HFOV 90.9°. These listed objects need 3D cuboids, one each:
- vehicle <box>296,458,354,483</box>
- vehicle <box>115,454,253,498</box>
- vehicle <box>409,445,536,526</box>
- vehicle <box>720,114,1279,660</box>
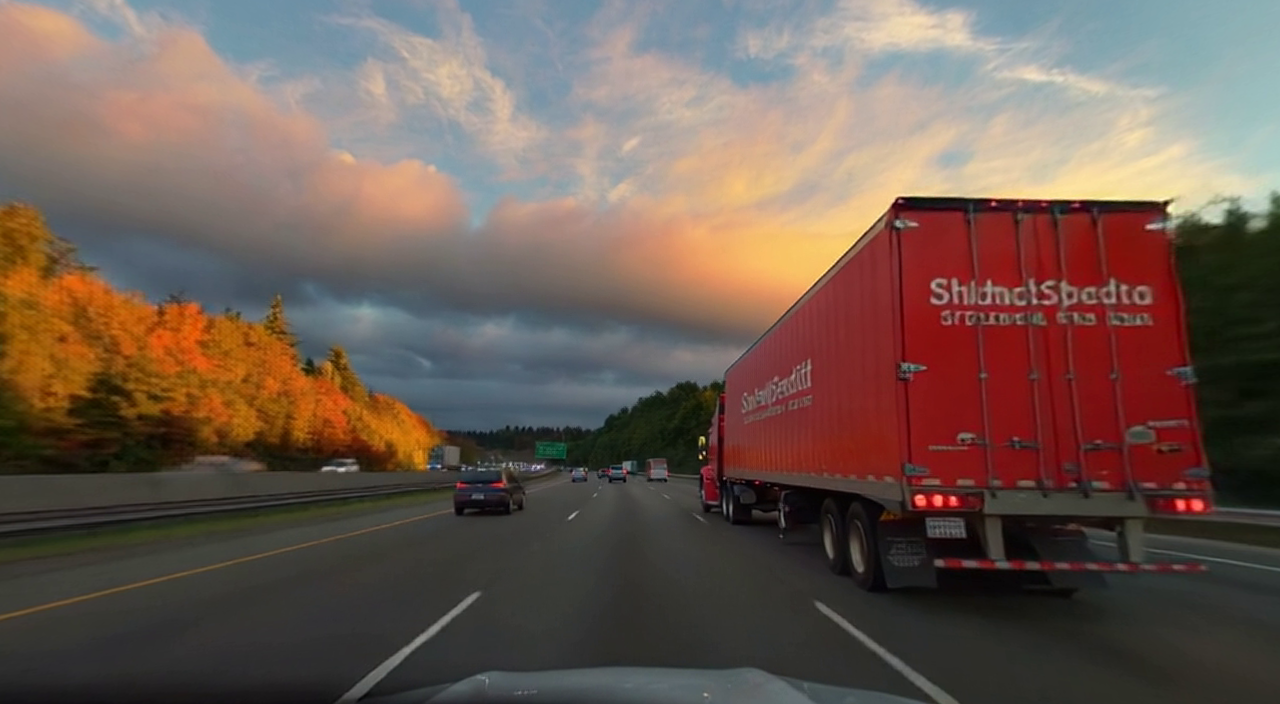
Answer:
[{"bbox_3d":[-22.113,8.344,44.388,1.878,1.652,4.379,1,-10,-1],"label":"vehicle"},{"bbox_3d":[-17.398,4.777,24.413,1.935,1.506,4.623,1,-10,-1],"label":"vehicle"},{"bbox_3d":[-4.142,3.428,16.519,2.070,1.775,4.646,1,-10,-1],"label":"vehicle"},{"bbox_3d":[4.110,1.390,11.840,2.992,4.300,13.967,1,-10,-2],"label":"vehicle"}]
